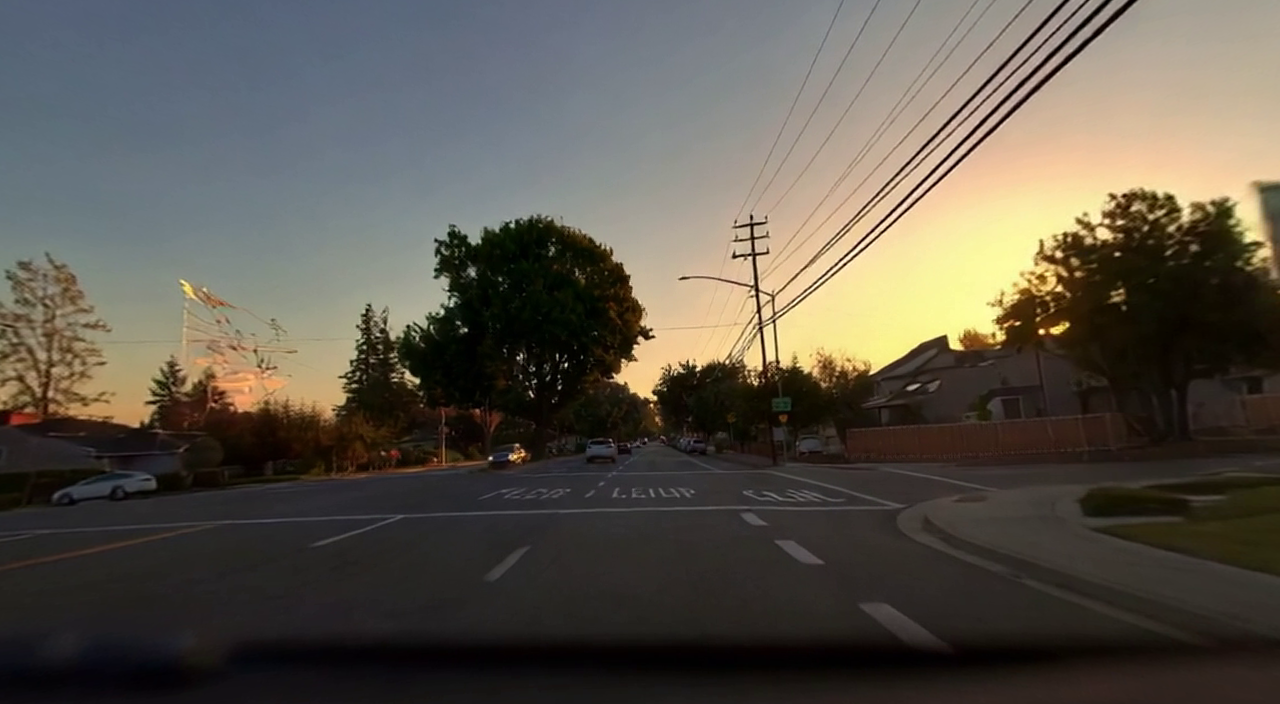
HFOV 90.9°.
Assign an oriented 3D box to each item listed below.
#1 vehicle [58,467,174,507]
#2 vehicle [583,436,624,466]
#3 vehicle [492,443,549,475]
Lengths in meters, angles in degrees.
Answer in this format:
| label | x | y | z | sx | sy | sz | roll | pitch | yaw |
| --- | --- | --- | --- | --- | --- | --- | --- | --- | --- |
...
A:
| label | x | y | z | sx | sy | sz | roll | pitch | yaw |
| --- | --- | --- | --- | --- | --- | --- | --- | --- | --- |
| vehicle | -27.401 | 7.048 | 33.231 | 1.938 | 1.725 | 4.846 | 0 | -9 | 0 |
| vehicle | -2.333 | 6.501 | 41.523 | 2.327 | 1.861 | 4.941 | 0 | -9 | 1 |
| vehicle | -6.368 | 5.736 | 34.039 | 2.155 | 1.533 | 4.530 | -2 | -9 | 0 |
